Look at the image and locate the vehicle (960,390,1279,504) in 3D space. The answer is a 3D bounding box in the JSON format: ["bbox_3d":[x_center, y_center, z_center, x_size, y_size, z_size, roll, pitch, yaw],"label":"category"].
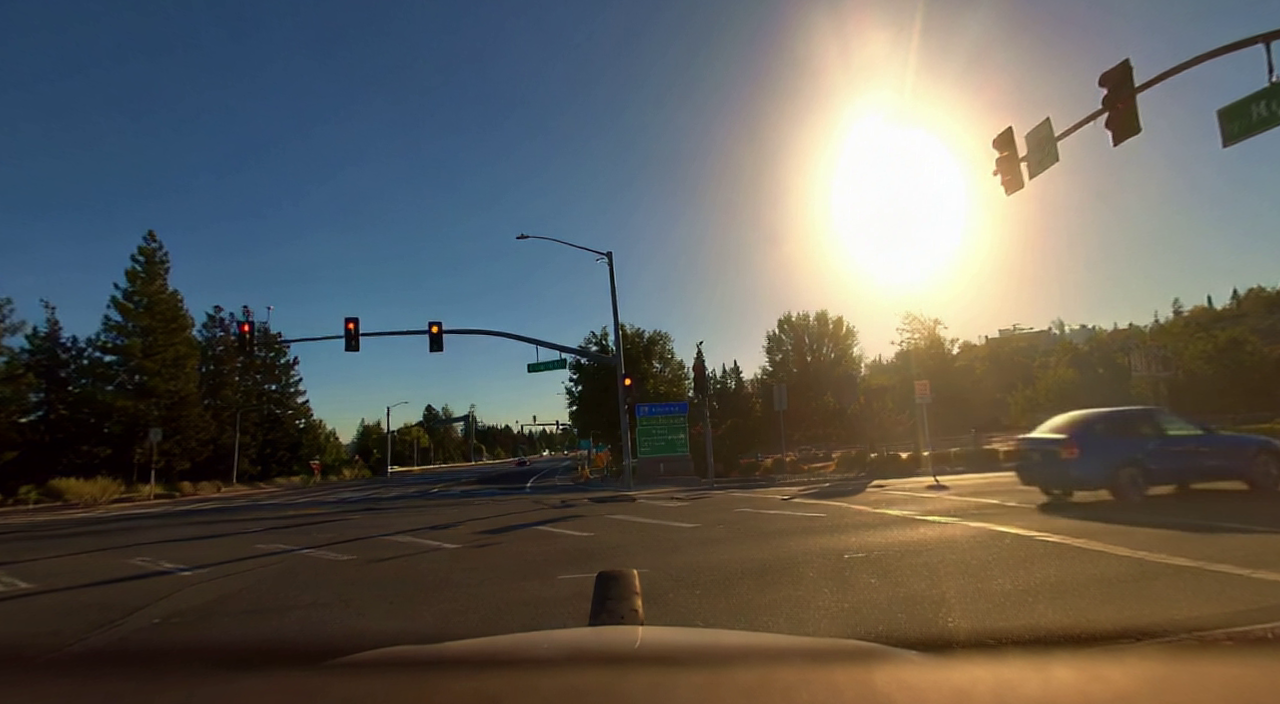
[{"bbox_3d":[8.829,1.714,11.514,4.881,1.807,2.135,1,-9,-8],"label":"vehicle"}]
